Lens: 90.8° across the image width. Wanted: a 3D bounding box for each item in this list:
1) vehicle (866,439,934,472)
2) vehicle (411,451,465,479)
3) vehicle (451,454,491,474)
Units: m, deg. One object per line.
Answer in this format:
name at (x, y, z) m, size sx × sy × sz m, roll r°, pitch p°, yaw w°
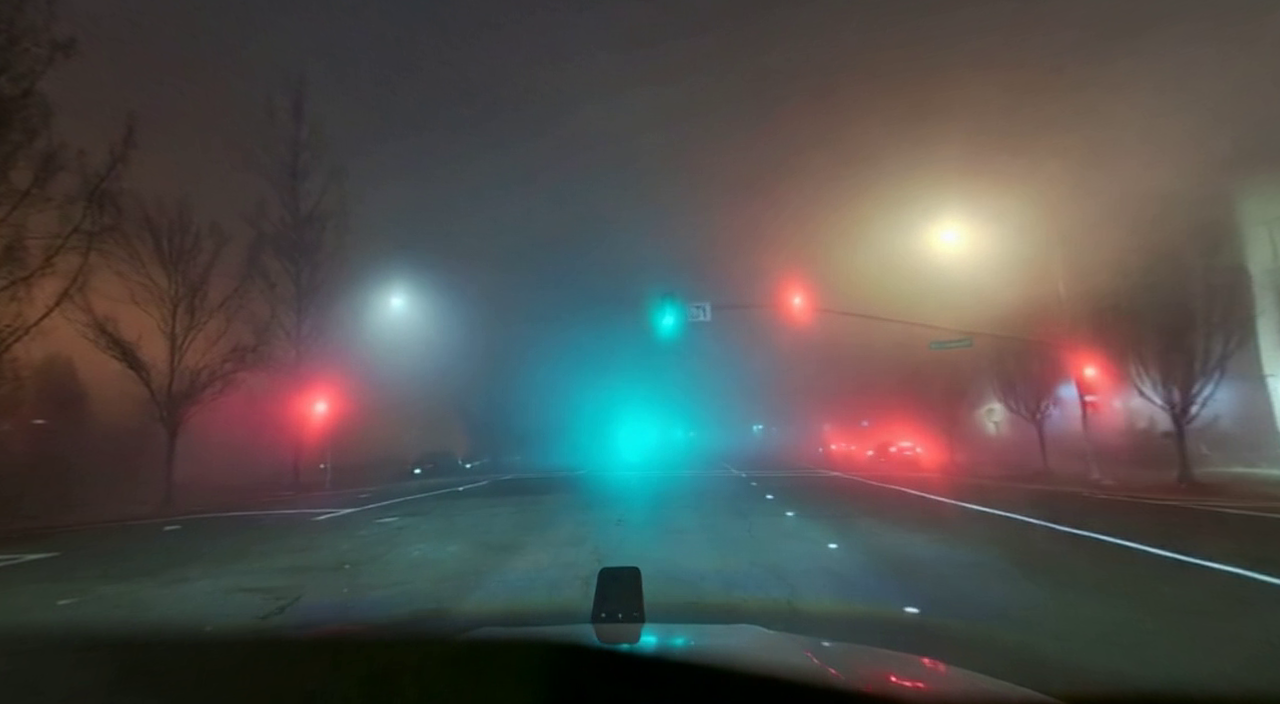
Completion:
vehicle at (15.644, 6.229, 38.276) m, size 2.181 × 1.876 × 4.723 m, roll 0°, pitch -8°, yaw 2°
vehicle at (-13.637, 7.643, 42.986) m, size 2.075 × 1.708 × 4.335 m, roll -1°, pitch -8°, yaw 3°
vehicle at (-13.206, 8.765, 49.561) m, size 1.719 × 1.440 × 4.201 m, roll -1°, pitch -8°, yaw 3°
